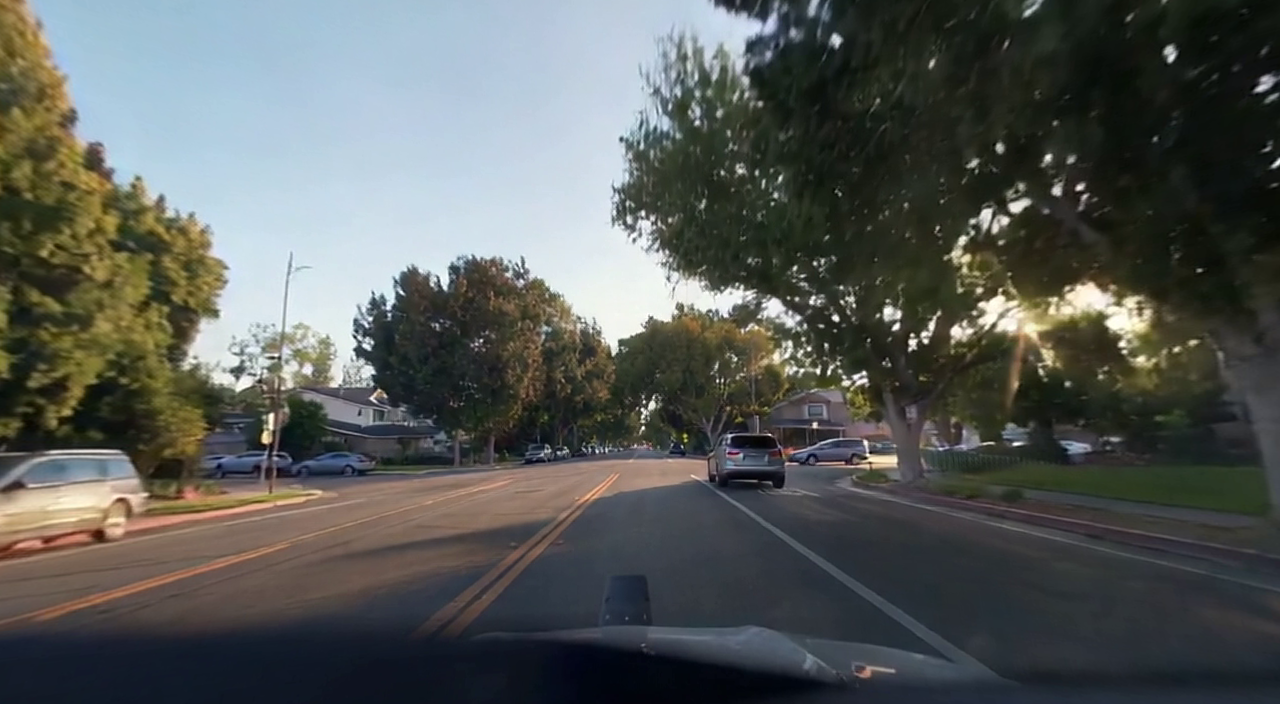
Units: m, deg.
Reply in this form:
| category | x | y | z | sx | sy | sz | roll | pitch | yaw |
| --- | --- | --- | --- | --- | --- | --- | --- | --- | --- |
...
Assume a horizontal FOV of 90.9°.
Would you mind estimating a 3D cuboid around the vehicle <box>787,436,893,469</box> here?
| category | x | y | z | sx | sy | sz | roll | pitch | yaw |
| --- | --- | --- | --- | --- | --- | --- | --- | --- | --- |
| vehicle | 11.875 | 5.977 | 37.620 | 5.539 | 1.729 | 2.145 | -1 | -8 | -3 |

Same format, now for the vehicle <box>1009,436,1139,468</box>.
| category | x | y | z | sx | sy | sz | roll | pitch | yaw |
| --- | --- | --- | --- | --- | --- | --- | --- | --- | --- |
| vehicle | 21.943 | 5.096 | 32.054 | 5.051 | 1.527 | 1.968 | -1 | -9 | 2 |

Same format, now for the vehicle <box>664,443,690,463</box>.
| category | x | y | z | sx | sy | sz | roll | pitch | yaw |
| --- | --- | --- | --- | --- | --- | --- | --- | --- | --- |
| vehicle | 2.876 | 7.934 | 49.748 | 1.956 | 1.492 | 4.425 | -1 | -8 | 2 |

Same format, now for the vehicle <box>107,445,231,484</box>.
| category | x | y | z | sx | sy | sz | roll | pitch | yaw |
| --- | --- | --- | --- | --- | --- | --- | --- | --- | --- |
| vehicle | -23.902 | 5.684 | 32.099 | 4.644 | 1.781 | 2.084 | 0 | -6 | 1 |

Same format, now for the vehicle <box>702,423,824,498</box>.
| category | x | y | z | sx | sy | sz | roll | pitch | yaw |
| --- | --- | --- | --- | --- | --- | --- | --- | --- | --- |
| vehicle | 3.436 | 3.193 | 19.073 | 2.497 | 1.889 | 5.833 | 0 | -8 | 0 |

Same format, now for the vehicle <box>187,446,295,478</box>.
| category | x | y | z | sx | sy | sz | roll | pitch | yaw |
| --- | --- | --- | --- | --- | --- | --- | --- | --- | --- |
| vehicle | -26.274 | 7.247 | 41.653 | 5.604 | 2.035 | 2.291 | 0 | -8 | 1 |

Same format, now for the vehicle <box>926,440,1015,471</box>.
| category | x | y | z | sx | sy | sz | roll | pitch | yaw |
| --- | --- | --- | --- | --- | --- | --- | --- | --- | --- |
| vehicle | 16.636 | 5.217 | 31.860 | 3.467 | 1.520 | 1.801 | 0 | -8 | 0 |

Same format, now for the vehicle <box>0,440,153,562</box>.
| category | x | y | z | sx | sy | sz | roll | pitch | yaw |
| --- | --- | --- | --- | --- | --- | --- | --- | --- | --- |
| vehicle | -10.538 | 2.328 | 9.875 | 2.037 | 1.790 | 4.676 | -2 | -8 | 1 |

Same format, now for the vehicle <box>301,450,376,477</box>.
| category | x | y | z | sx | sy | sz | roll | pitch | yaw |
| --- | --- | --- | --- | --- | --- | --- | --- | --- | --- |
| vehicle | -19.960 | 7.385 | 41.787 | 3.986 | 1.665 | 1.888 | 0 | -8 | 1 |
